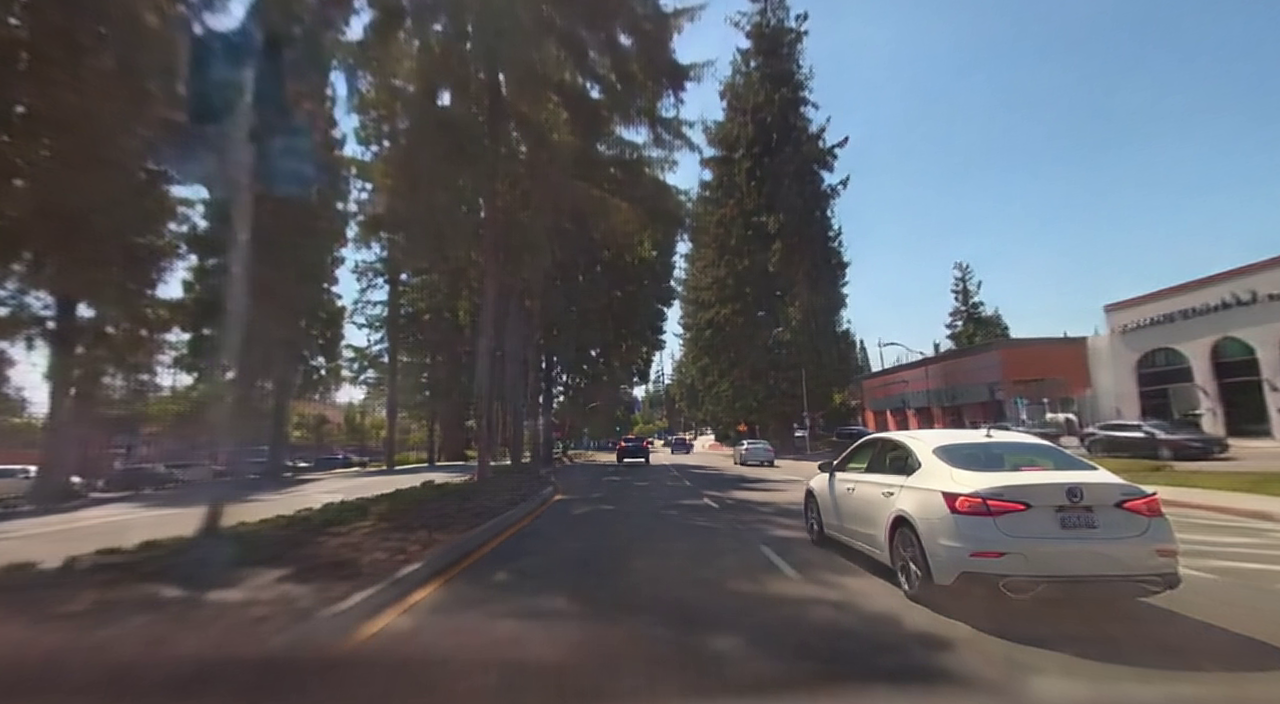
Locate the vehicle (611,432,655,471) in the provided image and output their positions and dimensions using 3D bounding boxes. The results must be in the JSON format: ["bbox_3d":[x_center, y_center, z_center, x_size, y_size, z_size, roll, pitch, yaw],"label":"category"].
[{"bbox_3d":[-0.335,5.003,31.921,2.106,1.798,4.168,0,-8,0],"label":"vehicle"}]

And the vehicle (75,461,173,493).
[{"bbox_3d":[-30.056,7.253,36.884,4.040,1.444,1.905,-4,-8,-1],"label":"vehicle"}]

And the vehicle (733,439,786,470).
[{"bbox_3d":[5.915,5.123,31.700,1.883,1.452,4.258,0,-8,1],"label":"vehicle"}]

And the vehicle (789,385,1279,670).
[{"bbox_3d":[3.050,1.351,6.010,2.153,1.658,4.485,0,-8,0],"label":"vehicle"}]
